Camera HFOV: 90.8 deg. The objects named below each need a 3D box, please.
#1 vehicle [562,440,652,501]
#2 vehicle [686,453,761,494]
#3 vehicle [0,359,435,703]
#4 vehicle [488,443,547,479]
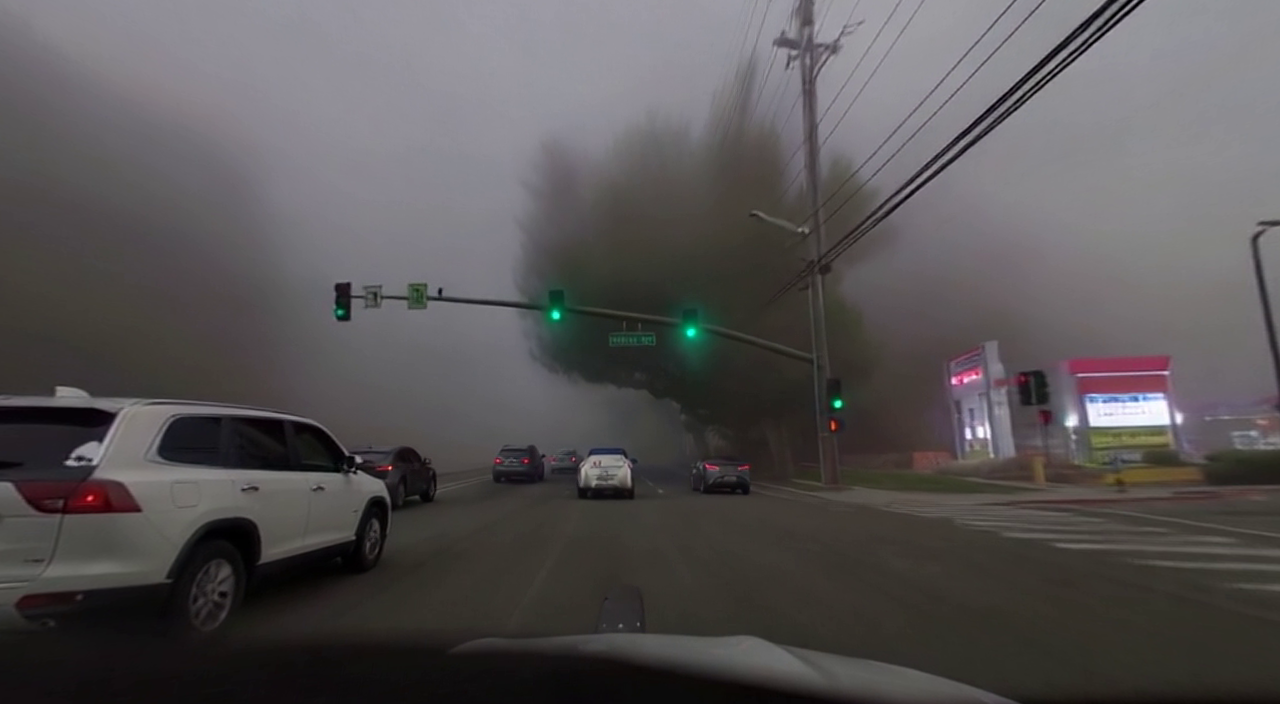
[{"bbox_3d":[-0.809,3.191,17.412,2.189,1.437,4.135,0,-9,0],"label":"vehicle"},{"bbox_3d":[2.930,4.375,23.127,2.065,1.302,4.416,0,-9,-1],"label":"vehicle"},{"bbox_3d":[-3.422,1.191,5.261,1.922,1.642,4.547,0,-9,-1],"label":"vehicle"},{"bbox_3d":[-7.027,6.336,36.929,2.385,1.918,5.056,0,-9,0],"label":"vehicle"}]
